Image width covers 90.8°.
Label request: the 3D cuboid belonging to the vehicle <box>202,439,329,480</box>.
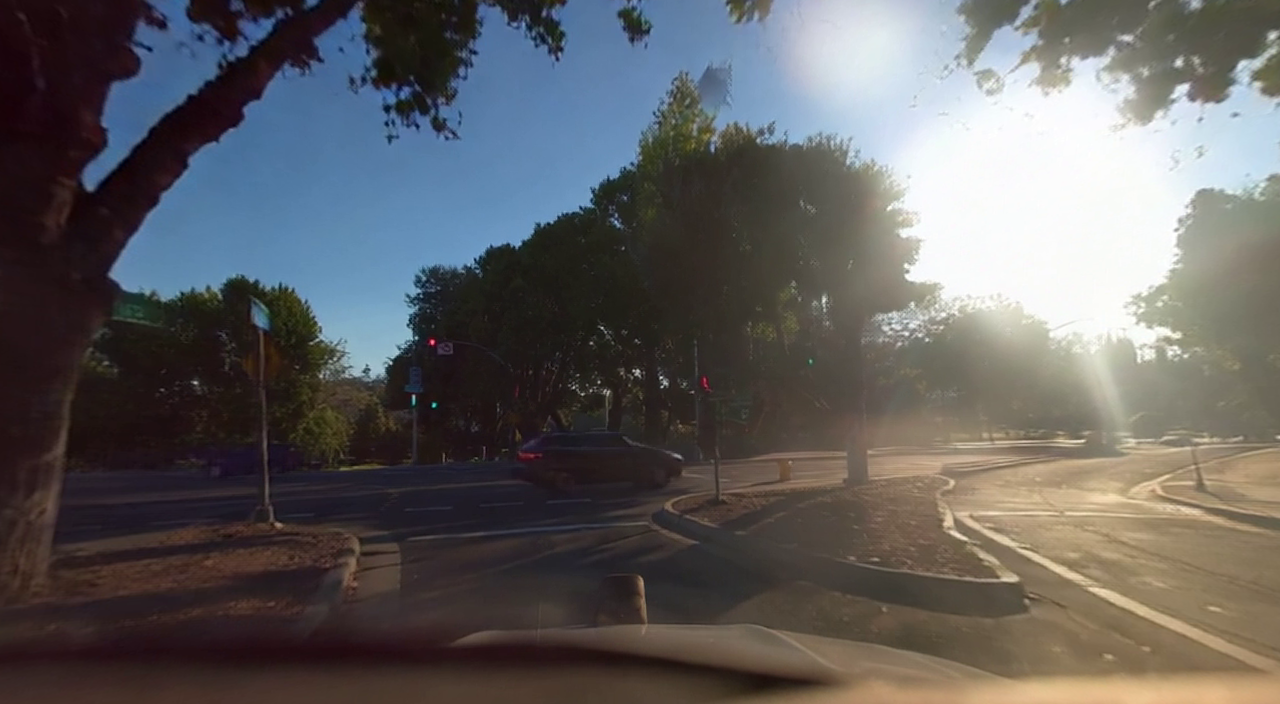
[{"bbox_3d":[-16.359,4.697,27.892,4.602,1.667,1.933,4,-9,-26],"label":"vehicle"}]

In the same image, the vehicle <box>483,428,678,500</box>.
[{"bbox_3d":[-1.508,2.814,16.269,4.545,1.602,2.014,4,-10,-27],"label":"vehicle"}]
